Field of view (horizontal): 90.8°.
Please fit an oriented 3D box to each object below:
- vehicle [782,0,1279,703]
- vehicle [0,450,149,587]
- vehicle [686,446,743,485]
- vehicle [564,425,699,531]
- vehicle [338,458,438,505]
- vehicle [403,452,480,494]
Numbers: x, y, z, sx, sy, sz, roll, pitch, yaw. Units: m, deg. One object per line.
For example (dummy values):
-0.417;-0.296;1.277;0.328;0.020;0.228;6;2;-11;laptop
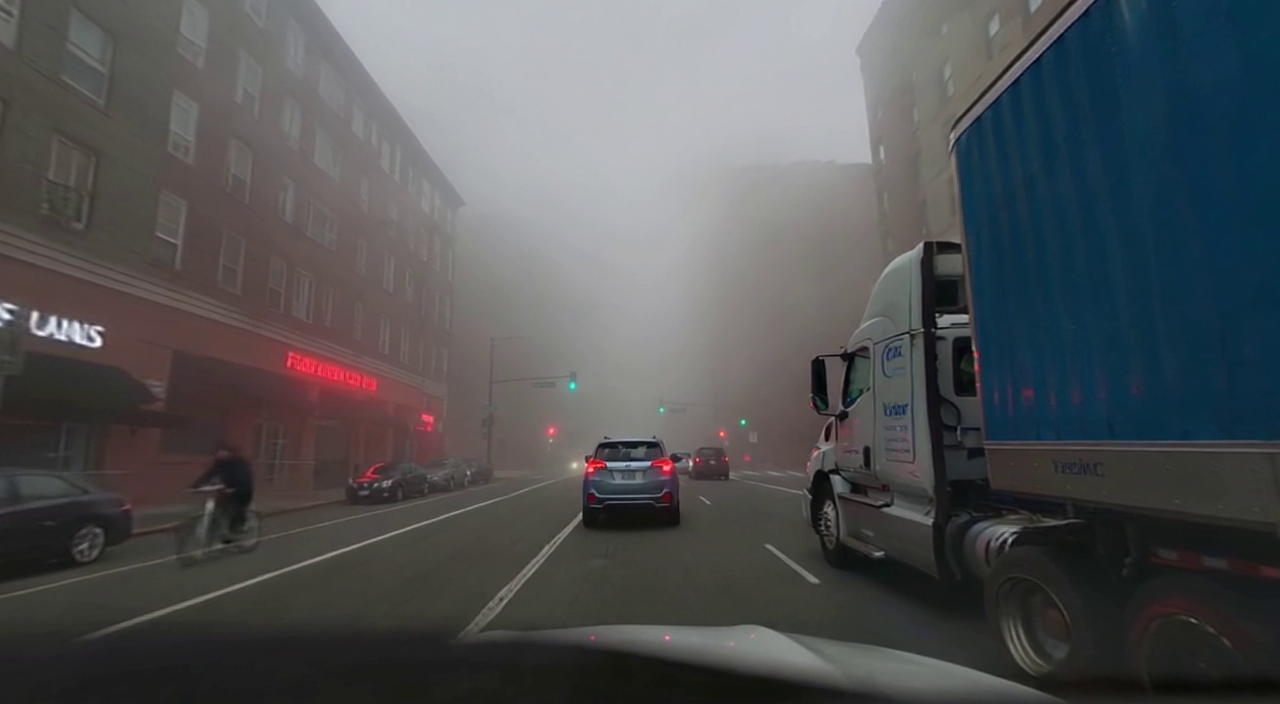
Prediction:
3.055;-0.044;2.249;2.913;3.771;9.716;0;-9;1;vehicle
-8.847;2.085;7.888;1.896;1.652;4.269;0;-9;1;vehicle
3.471;5.395;30.307;2.159;1.696;4.316;0;-9;0;vehicle
-0.147;2.499;13.110;2.283;1.783;4.548;0;-9;0;vehicle
-8.713;4.492;22.300;1.805;1.379;4.359;0;-9;-1;vehicle
-8.787;5.356;28.392;2.084;1.686;4.422;0;-9;-1;vehicle
